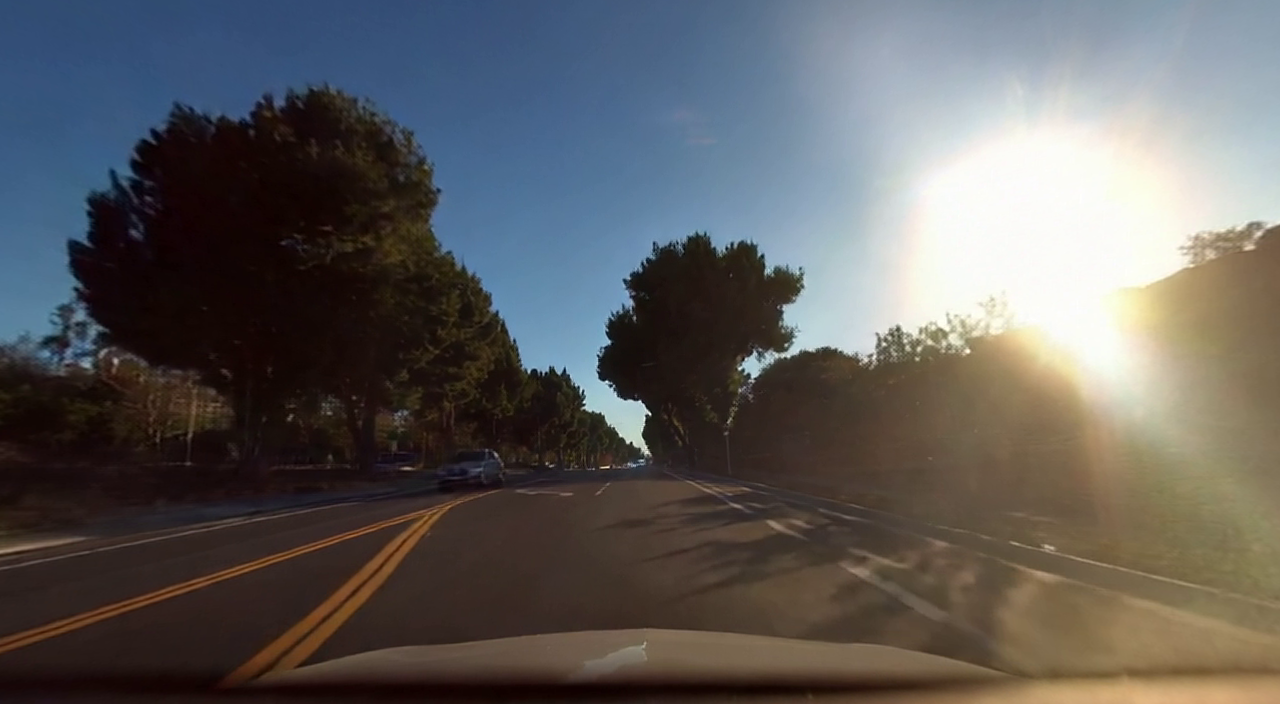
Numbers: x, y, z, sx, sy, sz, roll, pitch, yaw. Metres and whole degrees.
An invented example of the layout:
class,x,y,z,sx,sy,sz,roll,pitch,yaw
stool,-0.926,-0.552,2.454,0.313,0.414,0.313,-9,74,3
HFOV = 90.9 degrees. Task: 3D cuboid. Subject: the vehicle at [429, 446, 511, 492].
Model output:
class,x,y,z,sx,sy,sz,roll,pitch,yaw
vehicle,-6.538,4.509,24.731,2.095,1.603,3.980,0,-8,0
